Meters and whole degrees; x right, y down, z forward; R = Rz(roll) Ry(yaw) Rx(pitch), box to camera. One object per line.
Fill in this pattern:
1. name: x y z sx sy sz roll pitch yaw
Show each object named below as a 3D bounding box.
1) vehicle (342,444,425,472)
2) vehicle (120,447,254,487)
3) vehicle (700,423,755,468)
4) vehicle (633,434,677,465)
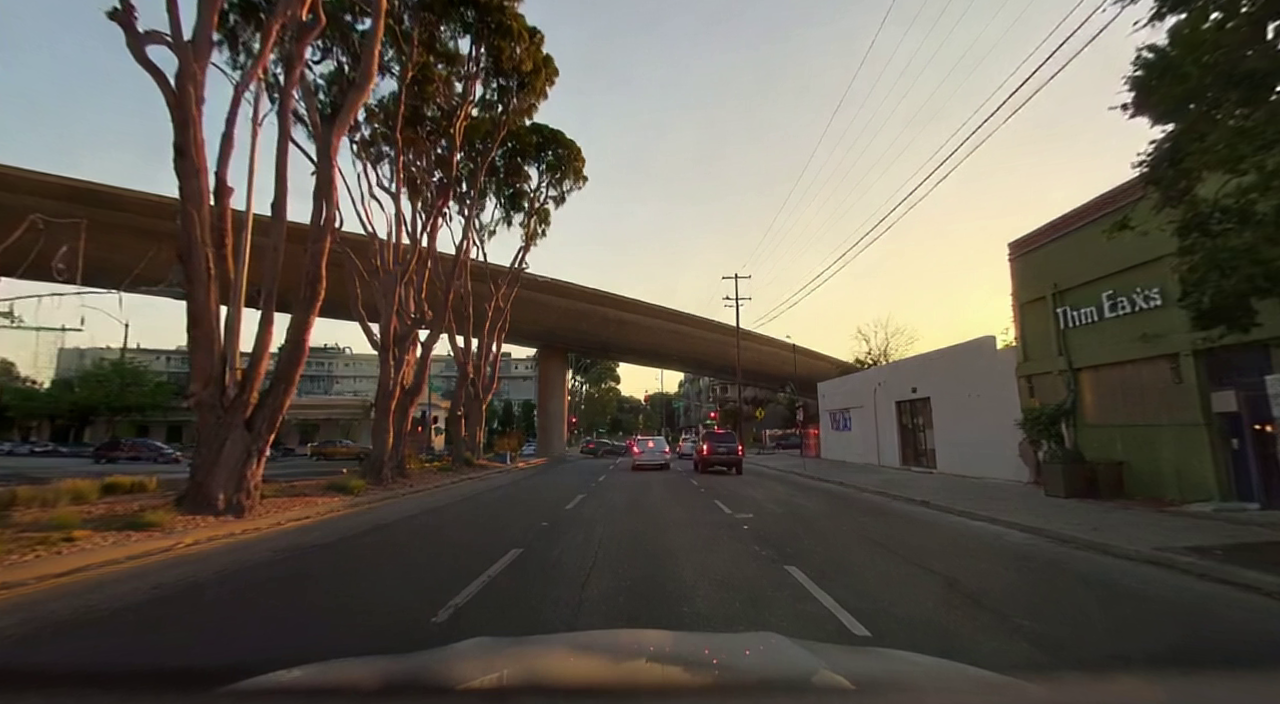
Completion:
1. vehicle: -15.362 6.345 38.000 1.860 1.543 4.302 -5 -10 32
2. vehicle: -20.587 5.198 28.910 1.832 1.611 4.546 -4 -9 25
3. vehicle: 4.139 4.546 30.566 2.080 1.999 4.379 0 -8 1
4. vehicle: 0.721 4.966 32.150 2.101 1.467 4.210 0 -8 0
